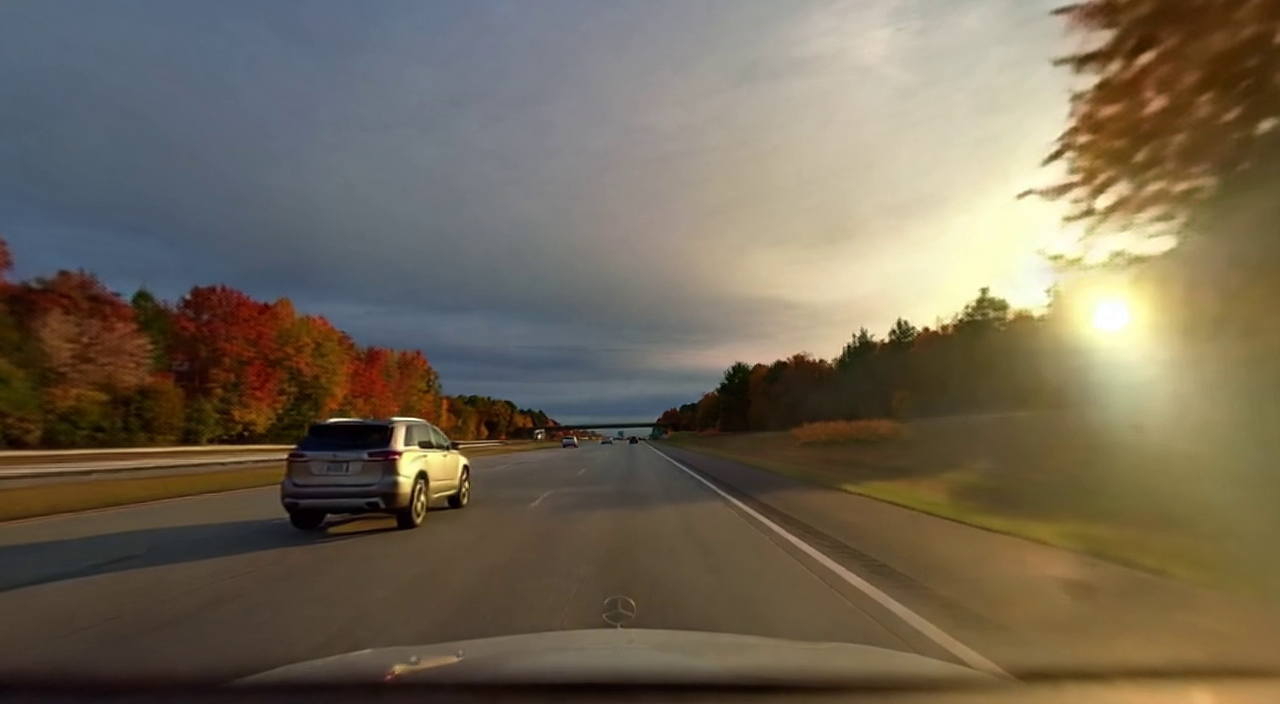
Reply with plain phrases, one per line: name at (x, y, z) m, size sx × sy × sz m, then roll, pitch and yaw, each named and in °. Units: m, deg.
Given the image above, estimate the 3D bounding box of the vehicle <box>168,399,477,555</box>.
vehicle at (-4.008, 1.646, 9.089) m, size 2.057 × 1.666 × 4.552 m, roll 0°, pitch -8°, yaw 1°
